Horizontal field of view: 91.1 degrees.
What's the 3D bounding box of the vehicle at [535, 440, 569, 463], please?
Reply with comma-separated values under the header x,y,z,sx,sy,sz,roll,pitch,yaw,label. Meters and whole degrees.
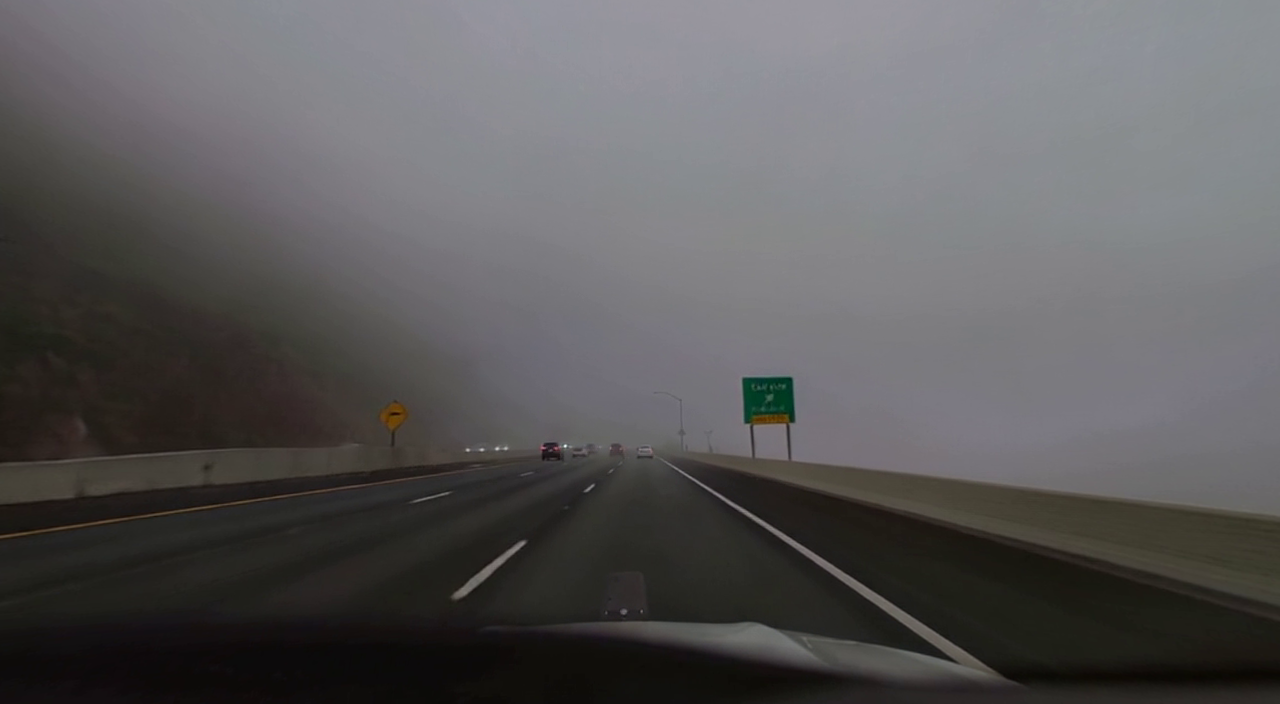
x,y,z,sx,sy,sz,roll,pitch,yaw,label
-6.712,7.666,48.423,1.972,1.660,4.254,0,-9,1,vehicle
